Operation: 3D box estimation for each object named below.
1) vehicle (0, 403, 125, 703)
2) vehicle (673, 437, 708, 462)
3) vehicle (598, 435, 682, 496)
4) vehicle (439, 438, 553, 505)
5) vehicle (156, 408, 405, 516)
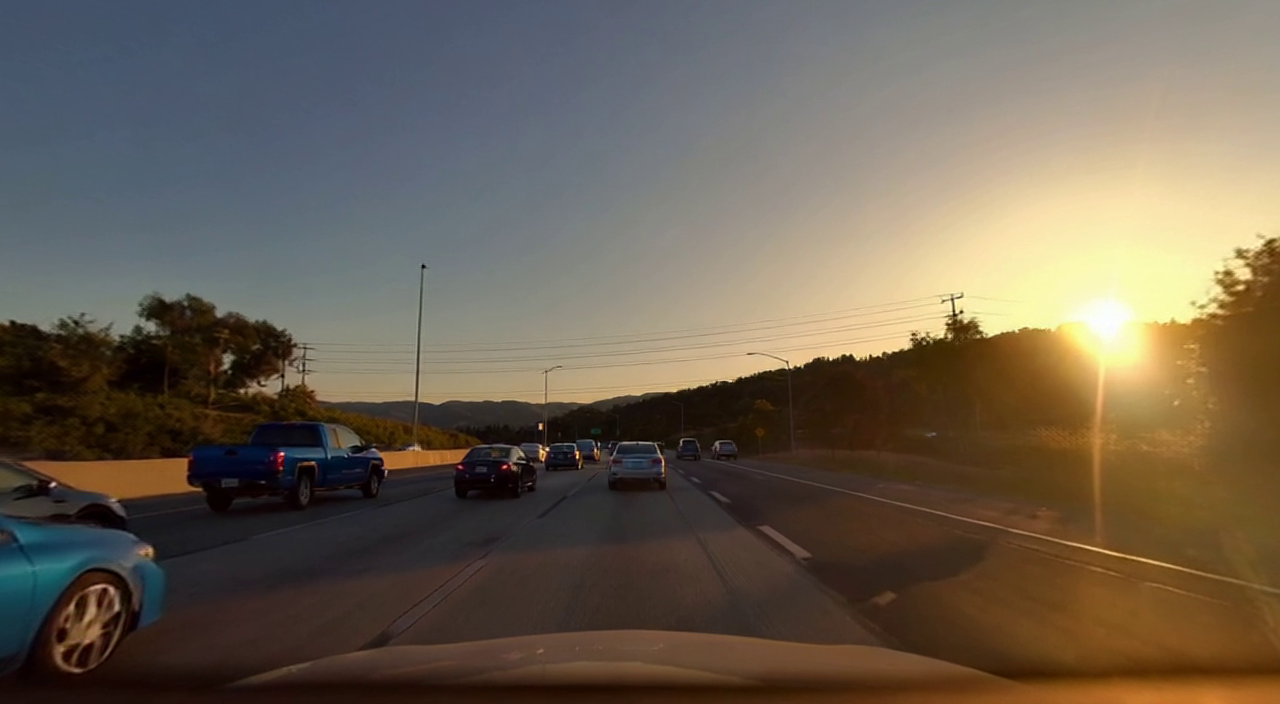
[{"bbox_3d":[-3.582,0.702,0.773,1.955,1.481,4.604,0,-8,1],"label":"vehicle"},{"bbox_3d":[3.765,7.357,47.814,2.113,1.800,5.376,0,-8,-1],"label":"vehicle"},{"bbox_3d":[-0.023,3.188,18.202,2.102,1.499,4.439,0,-8,-1],"label":"vehicle"},{"bbox_3d":[-3.416,2.895,15.806,1.899,1.437,4.131,0,-8,0],"label":"vehicle"},{"bbox_3d":[-7.523,2.395,14.223,2.194,1.922,5.637,0,-8,1],"label":"vehicle"}]
